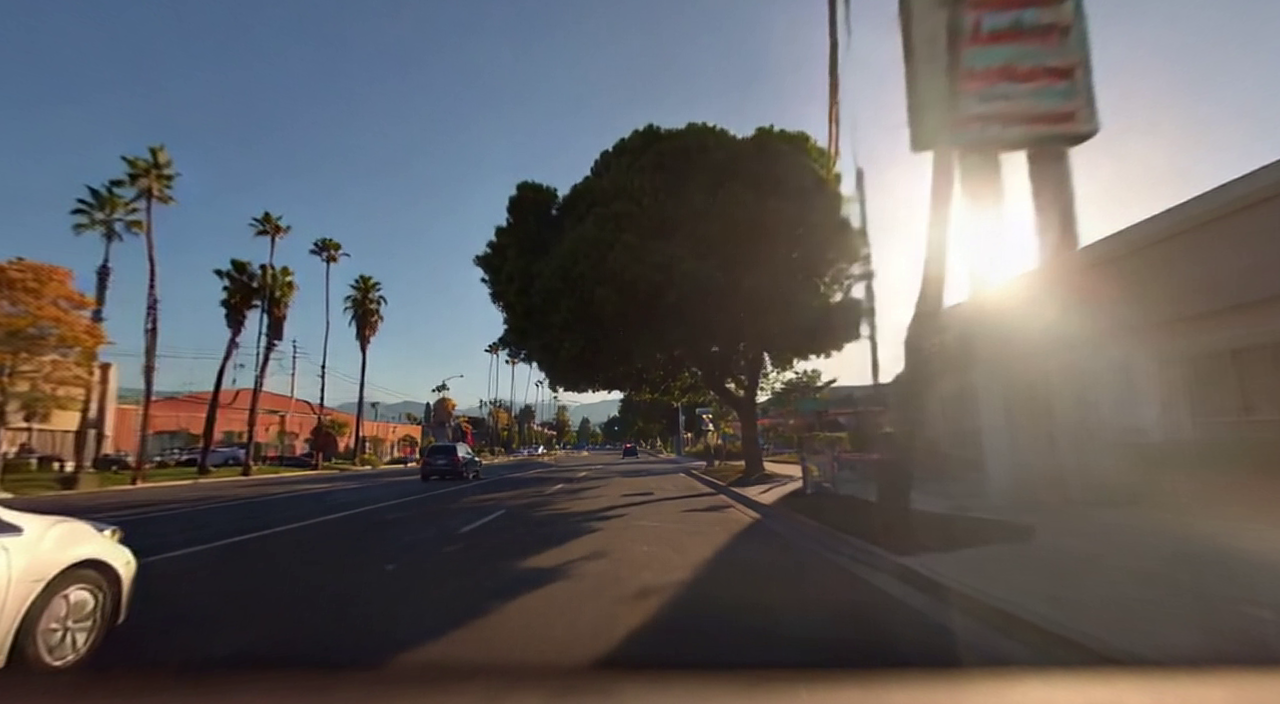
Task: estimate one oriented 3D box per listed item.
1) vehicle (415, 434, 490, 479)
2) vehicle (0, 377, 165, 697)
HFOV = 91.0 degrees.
[{"bbox_3d":[-8.296,4.679,28.339,2.136,1.844,4.363,1,-8,-2],"label":"vehicle"},{"bbox_3d":[-4.370,0.814,2.268,2.041,1.666,4.182,1,-8,-1],"label":"vehicle"}]
